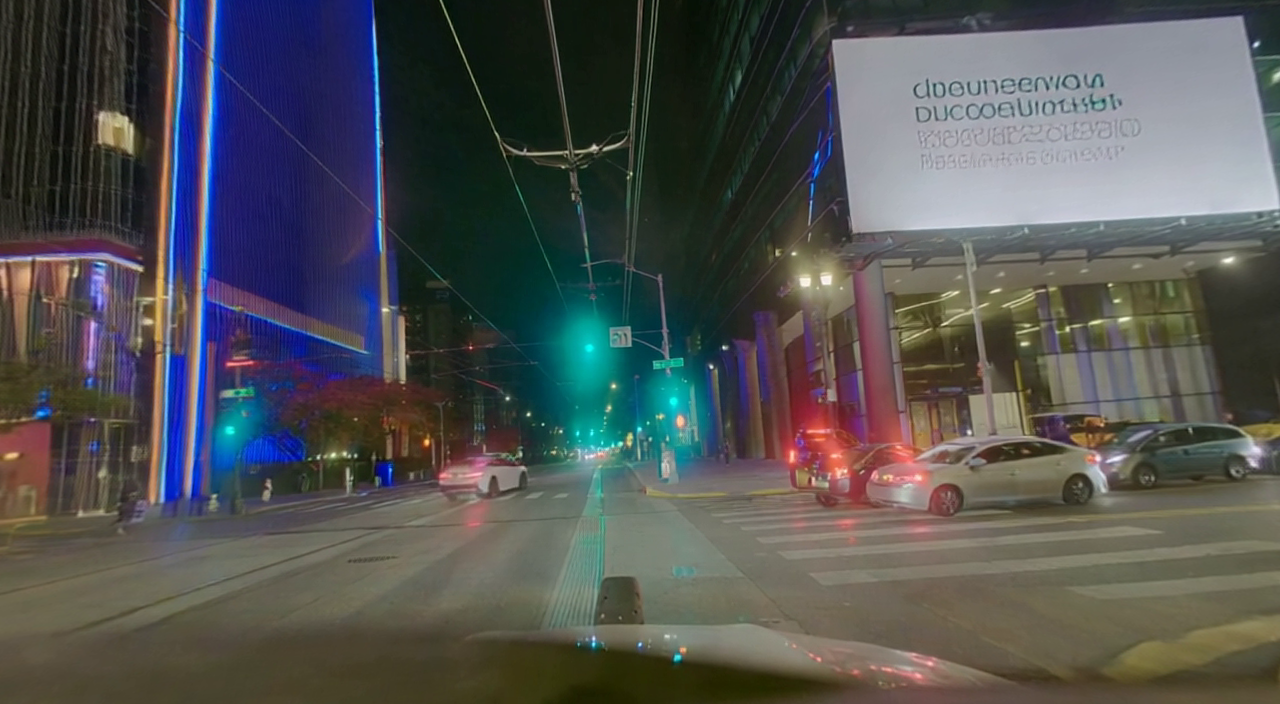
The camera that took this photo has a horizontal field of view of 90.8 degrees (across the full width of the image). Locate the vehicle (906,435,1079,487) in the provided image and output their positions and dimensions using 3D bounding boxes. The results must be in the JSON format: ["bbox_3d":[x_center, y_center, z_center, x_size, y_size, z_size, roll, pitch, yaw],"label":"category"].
[{"bbox_3d":[11.399,3.524,20.572,4.697,1.510,1.596,0,-9,-4],"label":"vehicle"}]

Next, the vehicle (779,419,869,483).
[{"bbox_3d":[7.604,4.098,26.634,2.316,2.425,4.466,1,-7,-2],"label":"vehicle"}]

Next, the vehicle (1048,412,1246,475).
[{"bbox_3d":[16.765,3.043,21.071,4.944,1.946,1.952,0,-8,-3],"label":"vehicle"}]

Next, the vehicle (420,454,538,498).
[{"bbox_3d":[-6.239,4.831,25.032,1.797,1.490,4.549,-5,-10,31],"label":"vehicle"}]
